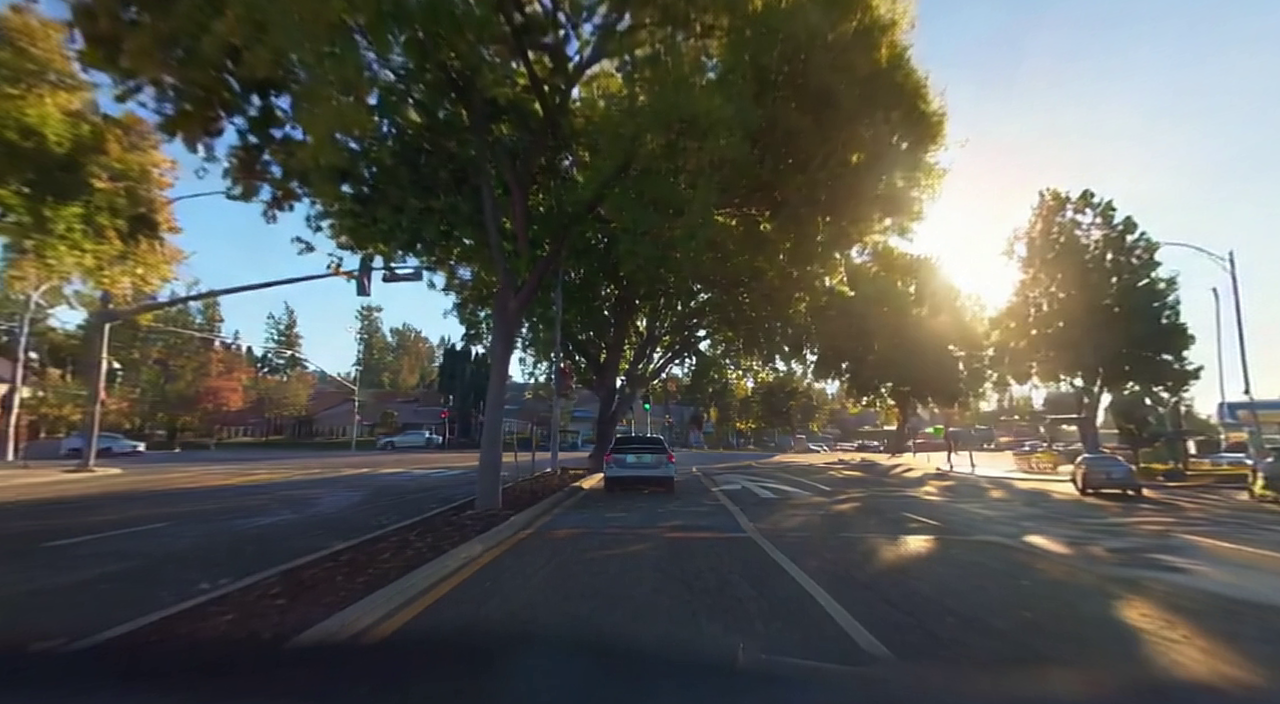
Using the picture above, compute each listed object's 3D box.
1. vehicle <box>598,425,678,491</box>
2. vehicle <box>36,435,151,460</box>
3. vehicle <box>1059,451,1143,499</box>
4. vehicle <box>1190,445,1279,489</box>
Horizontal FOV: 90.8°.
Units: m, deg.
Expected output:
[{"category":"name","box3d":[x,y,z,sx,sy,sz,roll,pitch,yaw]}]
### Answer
[{"category":"vehicle","box3d":[-0.068,3.025,18.289,2.055,1.655,4.204,0,-9,0]},{"category":"vehicle","box3d":[-32.512,5.694,37.722,4.749,1.463,1.871,2,-9,-11]},{"category":"vehicle","box3d":[16.312,4.268,22.479,2.099,1.464,4.615,-6,-10,35]},{"category":"vehicle","box3d":[24.190,4.397,24.339,4.331,1.604,1.858,1,-9,-5]}]
